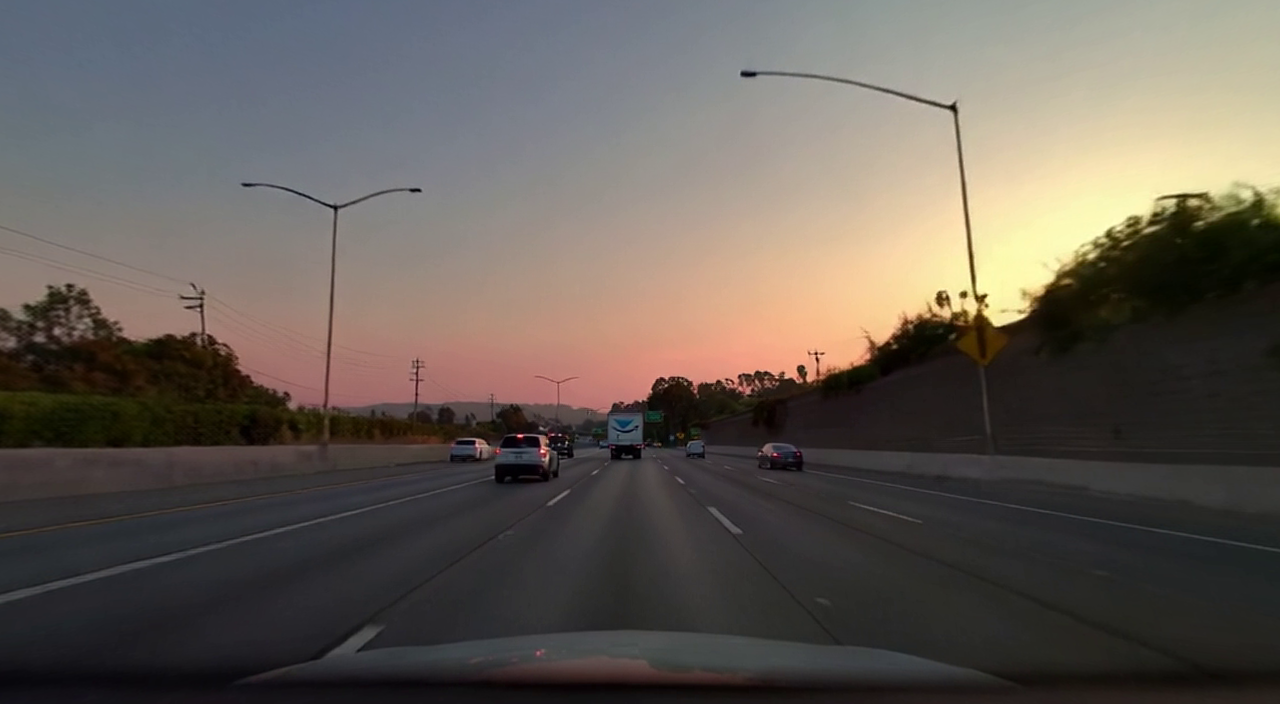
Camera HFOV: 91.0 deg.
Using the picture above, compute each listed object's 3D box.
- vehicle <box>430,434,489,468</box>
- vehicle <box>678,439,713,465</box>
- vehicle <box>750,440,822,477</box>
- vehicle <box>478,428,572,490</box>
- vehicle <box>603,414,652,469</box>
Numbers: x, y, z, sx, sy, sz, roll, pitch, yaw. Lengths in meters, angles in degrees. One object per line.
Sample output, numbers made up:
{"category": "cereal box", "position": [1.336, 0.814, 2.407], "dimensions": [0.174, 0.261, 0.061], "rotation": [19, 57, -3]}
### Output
{"category": "vehicle", "position": [-10.123, 5.588, 35.690], "dimensions": [2.023, 1.739, 4.229], "rotation": [0, -9, 0]}
{"category": "vehicle", "position": [3.681, 6.710, 42.503], "dimensions": [2.067, 1.654, 3.985], "rotation": [0, -9, 0]}
{"category": "vehicle", "position": [6.416, 4.719, 28.238], "dimensions": [1.970, 1.499, 4.491], "rotation": [1, -9, -2]}
{"category": "vehicle", "position": [-3.412, 3.289, 19.580], "dimensions": [2.095, 1.688, 4.188], "rotation": [0, -9, 1]}
{"category": "vehicle", "position": [-0.556, 4.956, 34.754], "dimensions": [2.456, 2.705, 6.251], "rotation": [0, -9, 1]}
